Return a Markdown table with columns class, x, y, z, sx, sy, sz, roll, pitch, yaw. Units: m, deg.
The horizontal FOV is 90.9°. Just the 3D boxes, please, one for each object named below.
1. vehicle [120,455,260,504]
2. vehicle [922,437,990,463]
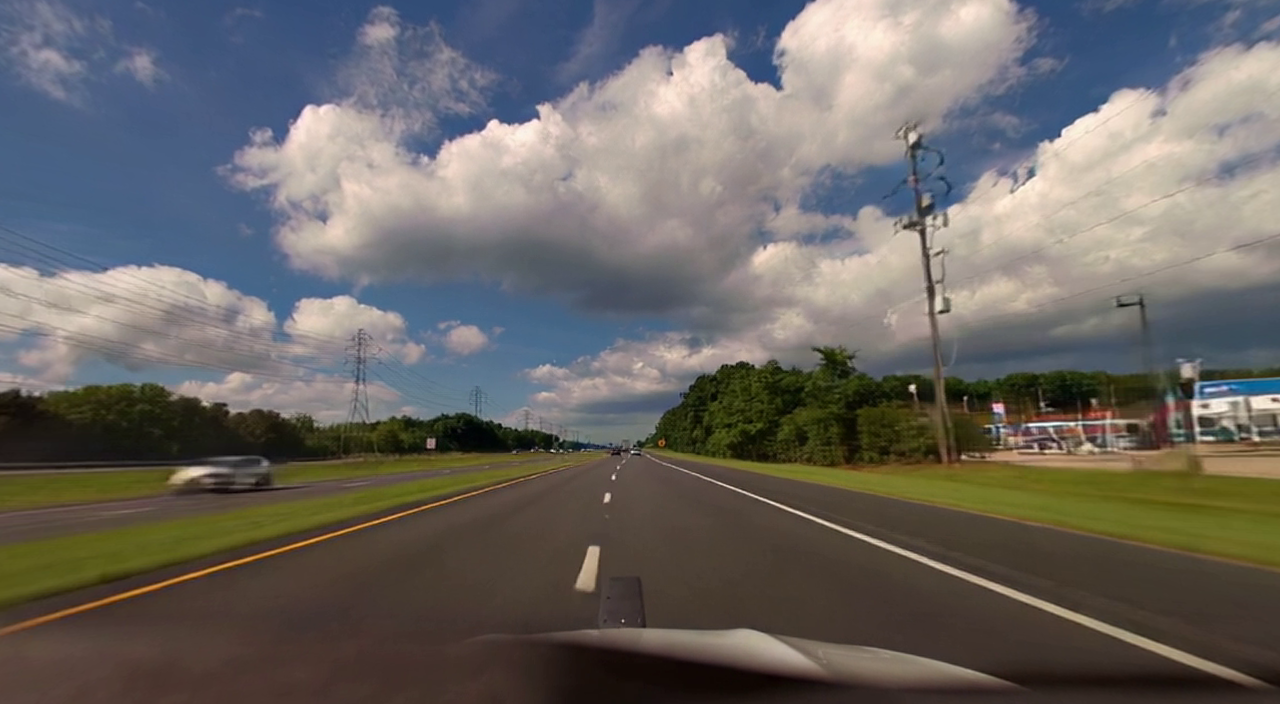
| class | x | y | z | sx | sy | sz | roll | pitch | yaw |
| --- | --- | --- | --- | --- | --- | --- | --- | --- | --- |
| vehicle | -14.899 | 4.195 | 21.195 | 1.765 | 1.416 | 4.072 | 0 | -9 | -1 |
| vehicle | 20.741 | 6.474 | 41.564 | 2.029 | 1.578 | 4.313 | 1 | -9 | -3 |
